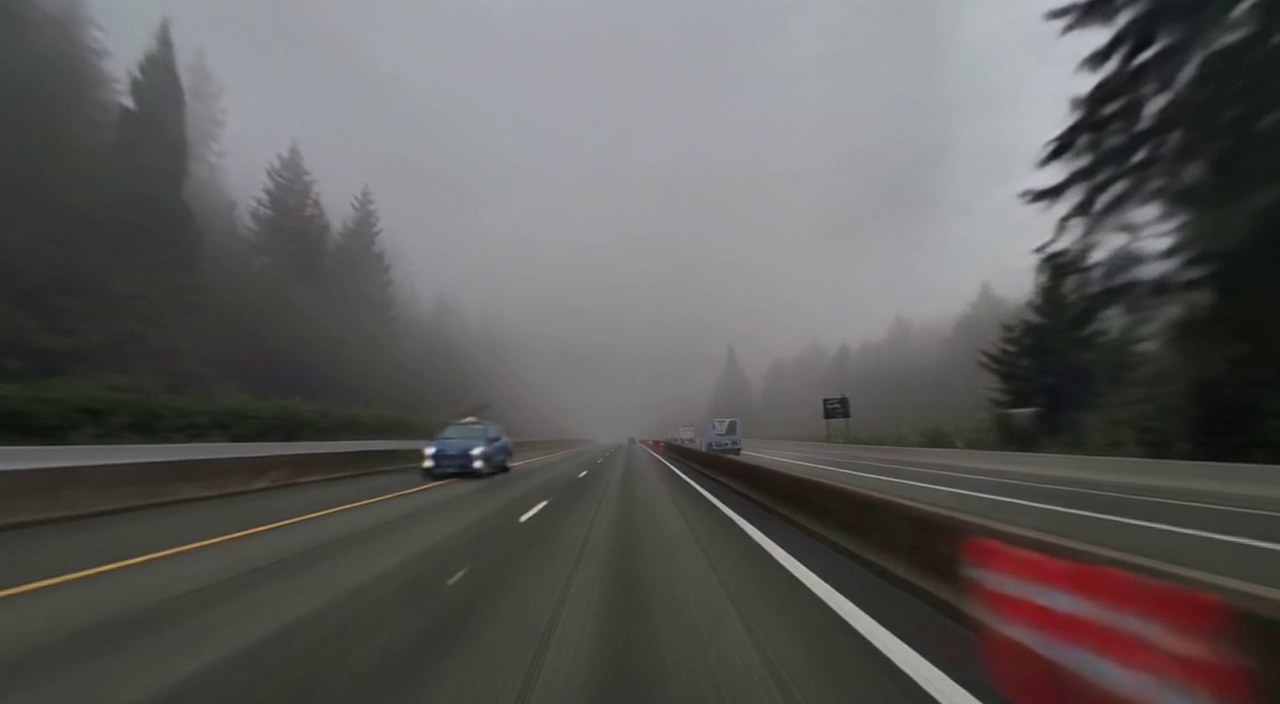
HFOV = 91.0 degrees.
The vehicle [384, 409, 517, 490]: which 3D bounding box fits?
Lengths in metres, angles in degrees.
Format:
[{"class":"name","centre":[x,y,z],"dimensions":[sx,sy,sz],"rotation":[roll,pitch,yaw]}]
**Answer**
[{"class":"vehicle","centre":[-5.141,2.742,18.039],"dimensions":[2.272,1.960,5.191],"rotation":[0,-8,-1]}]
